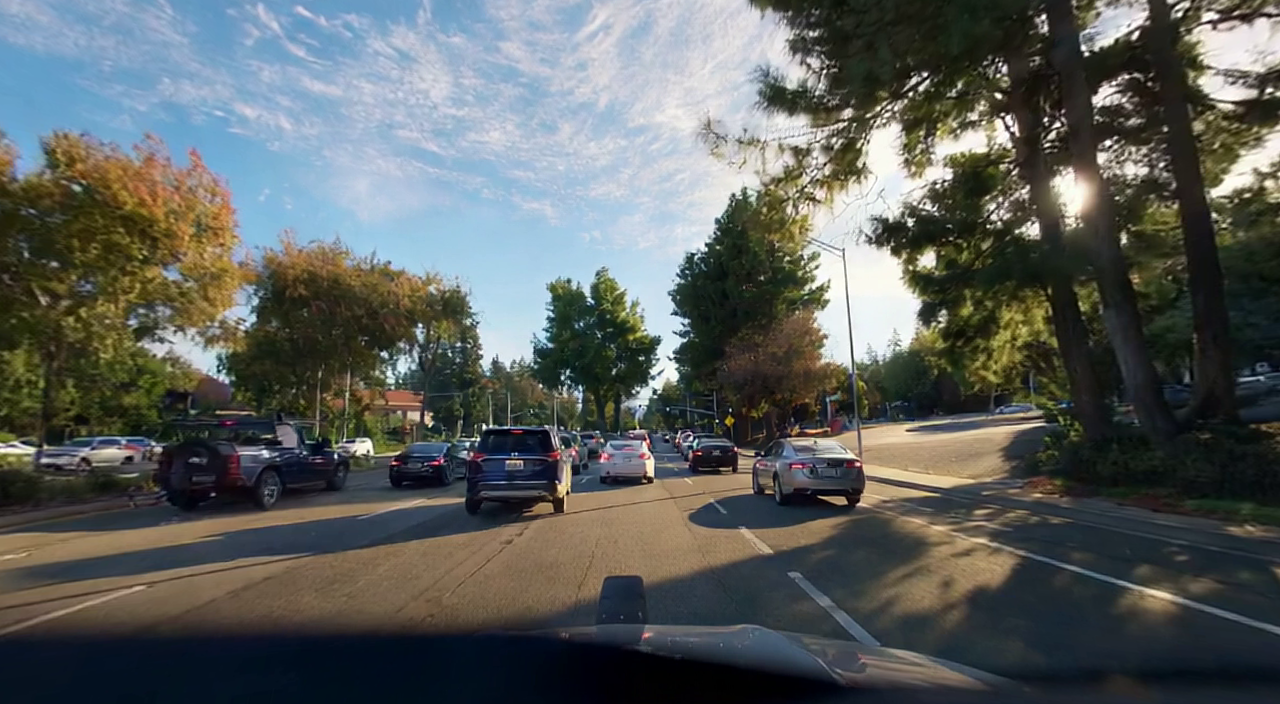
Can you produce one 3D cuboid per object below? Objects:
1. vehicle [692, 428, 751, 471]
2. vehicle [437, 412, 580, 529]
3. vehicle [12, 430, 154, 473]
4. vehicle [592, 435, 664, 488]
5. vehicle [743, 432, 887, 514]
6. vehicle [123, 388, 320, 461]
[{"bbox_3d":[3.699,4.510,29.368,2.099,1.845,4.363,0,-8,-1],"label":"vehicle"},{"bbox_3d":[-2.333,2.175,12.248,2.111,1.745,5.274,1,-8,-8],"label":"vehicle"},{"bbox_3d":[-23.677,4.259,27.140,2.005,1.683,4.409,0,-8,1],"label":"vehicle"},{"bbox_3d":[-0.344,3.410,20.062,2.030,1.477,4.330,0,-8,0],"label":"vehicle"},{"bbox_3d":[3.526,2.504,13.615,1.884,1.463,4.195,0,-8,0],"label":"vehicle"},{"bbox_3d":[-27.950,5.248,43.845,3.181,4.189,14.107,-1,-8,4],"label":"vehicle"}]
